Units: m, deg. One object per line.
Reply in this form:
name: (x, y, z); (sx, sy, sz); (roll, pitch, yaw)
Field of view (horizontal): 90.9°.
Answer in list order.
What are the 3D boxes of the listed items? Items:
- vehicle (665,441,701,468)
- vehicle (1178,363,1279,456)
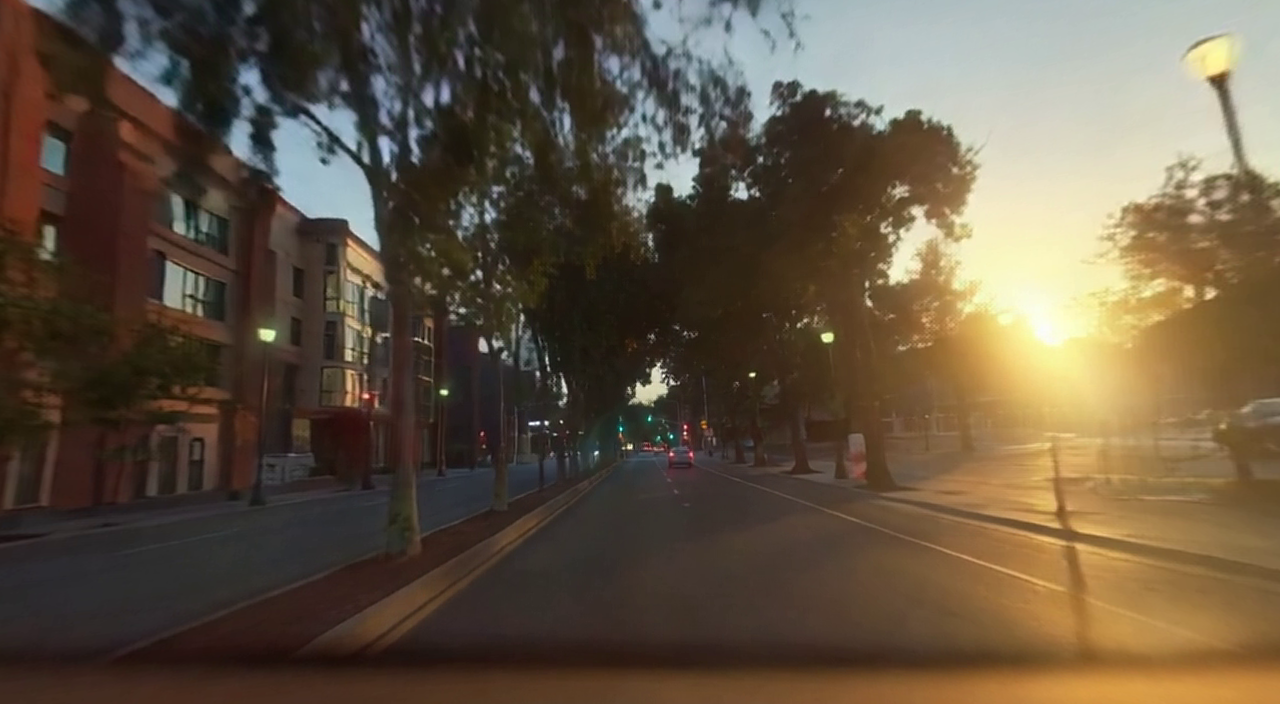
vehicle: (2.911, 7.025, 43.347); (2.129, 1.719, 4.205); (0, -9, 0)
vehicle: (18.136, 1.608, 16.721); (5.640, 2.310, 2.101); (1, -5, 4)
